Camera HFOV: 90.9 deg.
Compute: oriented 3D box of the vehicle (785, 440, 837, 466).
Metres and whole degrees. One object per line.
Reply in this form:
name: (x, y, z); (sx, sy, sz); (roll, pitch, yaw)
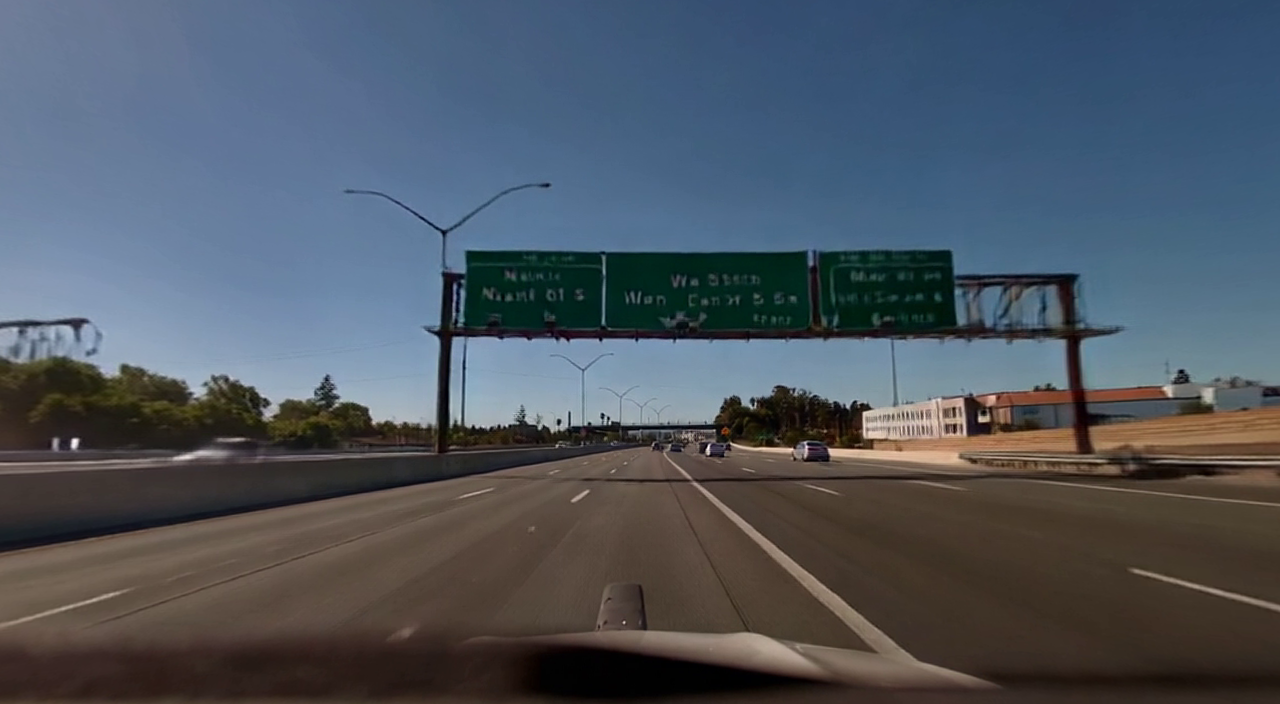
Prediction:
vehicle: (10.711, 6.363, 39.886); (2.000, 1.514, 4.585); (0, -9, 0)
